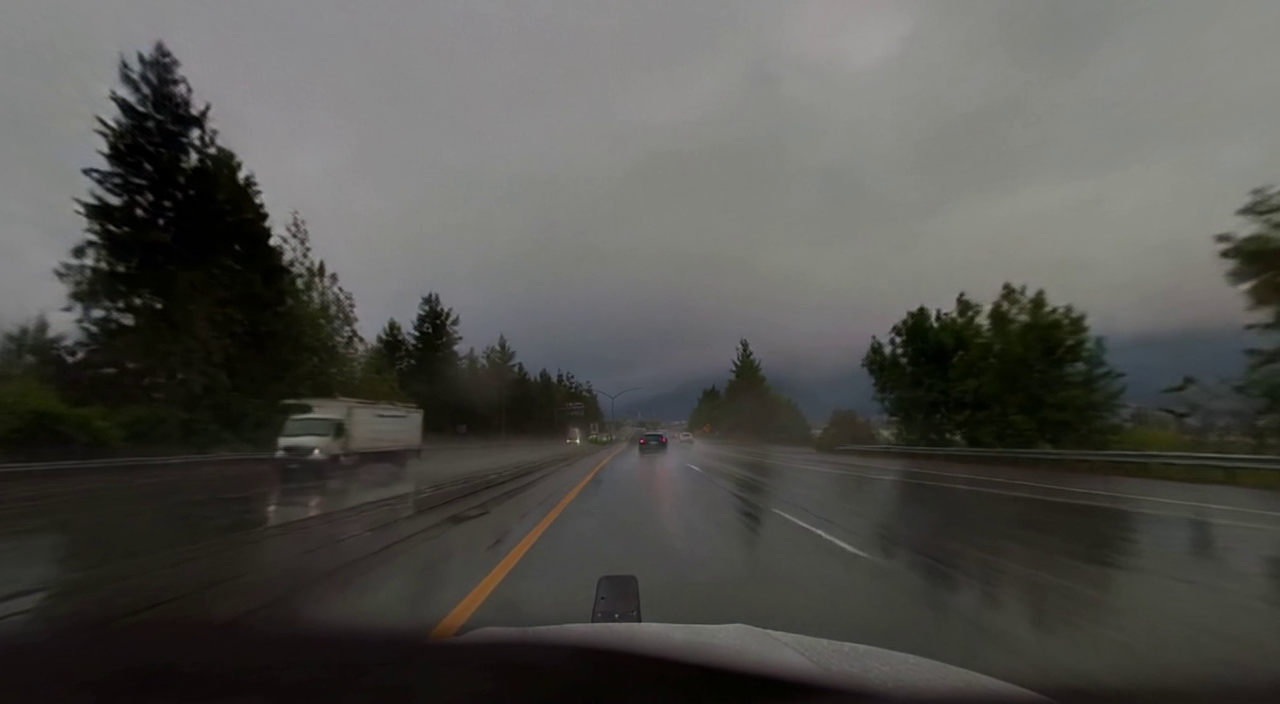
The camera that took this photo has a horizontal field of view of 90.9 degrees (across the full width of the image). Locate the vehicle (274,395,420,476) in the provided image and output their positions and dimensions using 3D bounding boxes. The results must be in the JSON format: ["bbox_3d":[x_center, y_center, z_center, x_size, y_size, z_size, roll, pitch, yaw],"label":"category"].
[{"bbox_3d":[-12.363,3.667,27.487,2.775,3.035,7.299,0,-8,0],"label":"vehicle"}]

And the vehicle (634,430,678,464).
[{"bbox_3d":[0.713,4.640,30.851,2.046,1.526,3.903,0,-8,0],"label":"vehicle"}]
